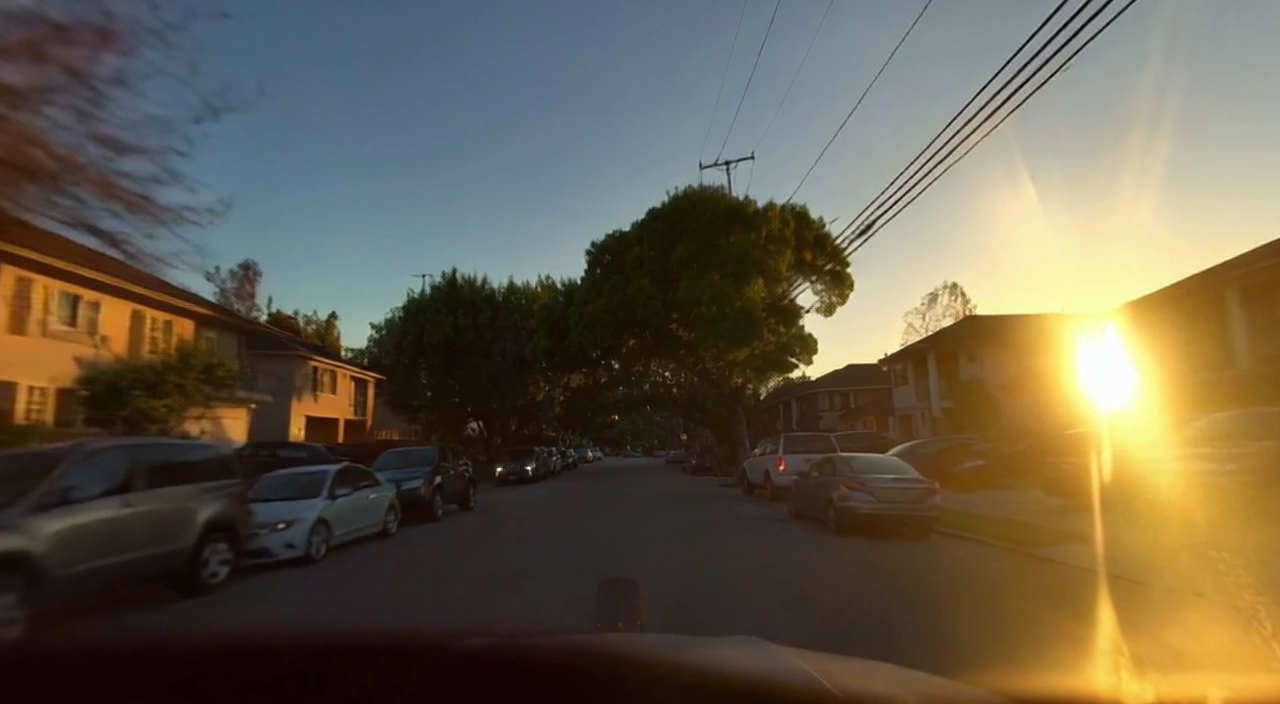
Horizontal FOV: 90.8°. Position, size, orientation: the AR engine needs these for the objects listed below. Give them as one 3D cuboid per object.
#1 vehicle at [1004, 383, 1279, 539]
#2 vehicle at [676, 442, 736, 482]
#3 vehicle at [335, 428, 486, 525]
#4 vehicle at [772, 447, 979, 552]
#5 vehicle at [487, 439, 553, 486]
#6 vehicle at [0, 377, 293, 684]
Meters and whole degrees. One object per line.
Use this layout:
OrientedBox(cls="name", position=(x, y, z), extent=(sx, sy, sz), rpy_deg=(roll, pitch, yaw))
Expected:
OrientedBox(cls="vehicle", position=(9.084, 1.922, 10.943), extent=(2.392, 1.979, 5.752), rpy_deg=(1, -10, 3))
OrientedBox(cls="vehicle", position=(3.457, 5.895, 34.398), extent=(2.415, 1.963, 5.688), rpy_deg=(0, -8, -2))
OrientedBox(cls="vehicle", position=(-5.121, 2.862, 14.978), extent=(2.022, 1.822, 5.002), rpy_deg=(-1, -9, -4))
OrientedBox(cls="vehicle", position=(4.128, 2.622, 12.196), extent=(1.850, 1.516, 5.066), rpy_deg=(0, -8, -3))
OrientedBox(cls="vehicle", position=(-5.087, 4.795, 27.488), extent=(2.035, 1.822, 4.348), rpy_deg=(0, -10, -1))
OrientedBox(cls="vehicle", position=(-5.021, 1.358, 5.299), extent=(2.007, 1.861, 4.101), rpy_deg=(0, -10, -3))
